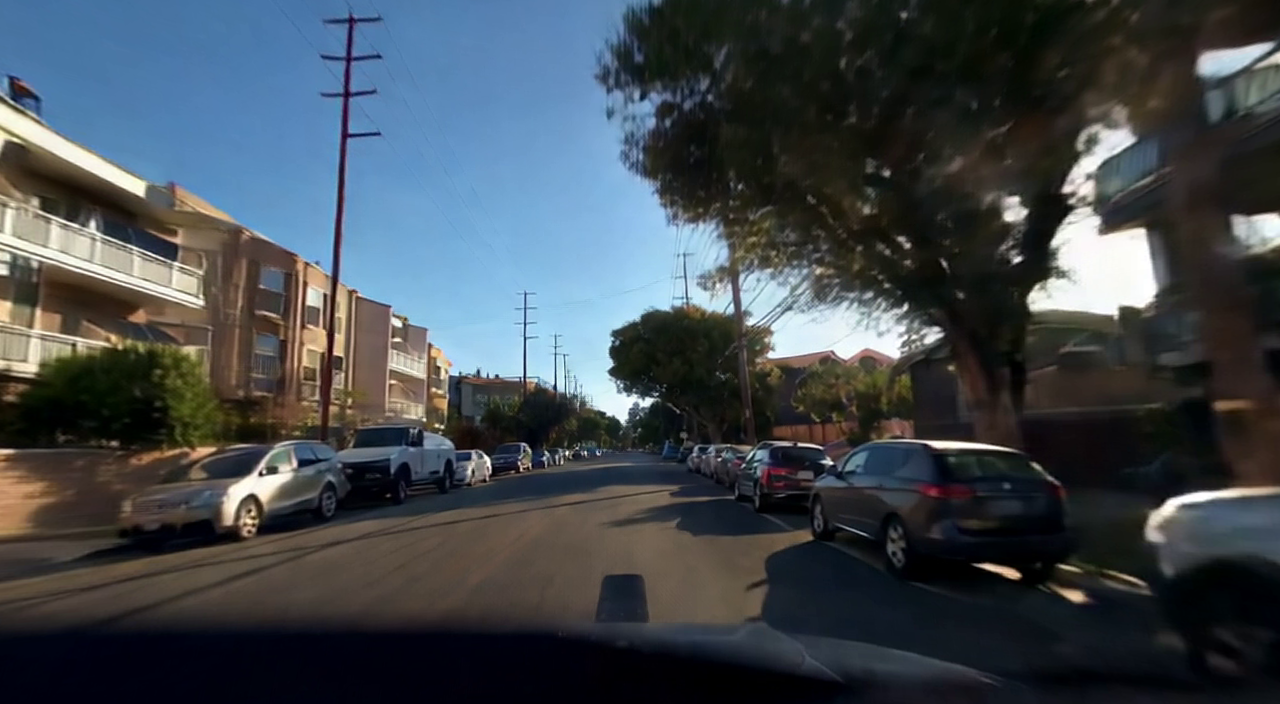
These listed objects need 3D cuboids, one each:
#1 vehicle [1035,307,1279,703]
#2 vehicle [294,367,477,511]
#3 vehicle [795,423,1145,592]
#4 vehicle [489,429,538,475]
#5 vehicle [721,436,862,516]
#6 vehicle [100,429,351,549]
[{"bbox_3d":[3.676,0.613,1.473,2.185,1.888,4.724,0,-9,-4],"label":"vehicle"},{"bbox_3d":[-7.523,2.756,19.909,2.901,3.610,6.707,-3,-9,1],"label":"vehicle"},{"bbox_3d":[3.677,1.812,8.287,2.028,1.555,4.595,0,-9,-1],"label":"vehicle"},{"bbox_3d":[-7.195,5.749,36.411,1.889,2.463,4.142,0,-9,1],"label":"vehicle"},{"bbox_3d":[3.338,2.841,15.072,2.057,1.554,4.905,0,-9,-1],"label":"vehicle"},{"bbox_3d":[-7.707,2.550,12.461,1.955,1.804,4.523,-3,-9,-1],"label":"vehicle"}]
